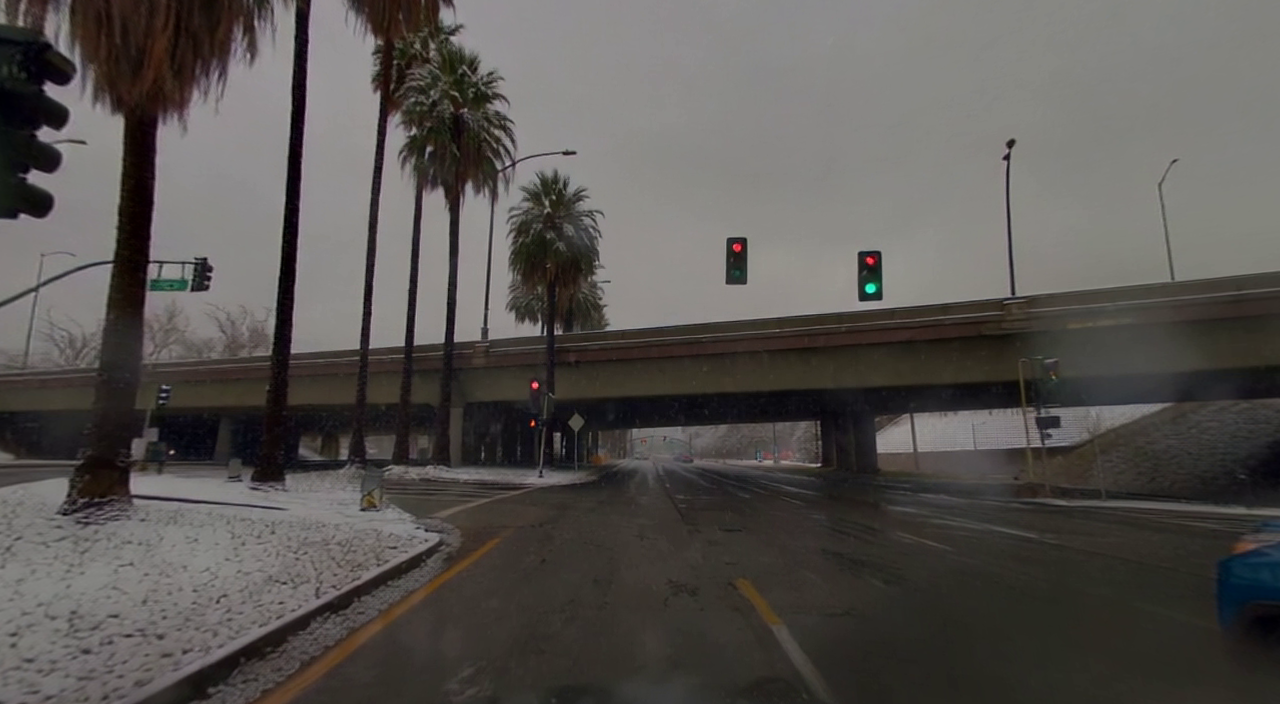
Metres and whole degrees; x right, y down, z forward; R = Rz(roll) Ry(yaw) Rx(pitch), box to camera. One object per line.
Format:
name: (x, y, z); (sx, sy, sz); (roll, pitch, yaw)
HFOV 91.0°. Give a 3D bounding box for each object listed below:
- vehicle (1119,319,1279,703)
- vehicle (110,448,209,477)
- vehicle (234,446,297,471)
vehicle: (3.443, 0.518, 0.717); (2.028, 1.770, 4.737); (0, -8, 0)
vehicle: (-26.587, 6.114, 35.037); (1.830, 1.443, 4.551); (0, -8, 2)
vehicle: (-26.277, 7.452, 44.365); (1.941, 1.631, 4.017); (0, -8, 0)
